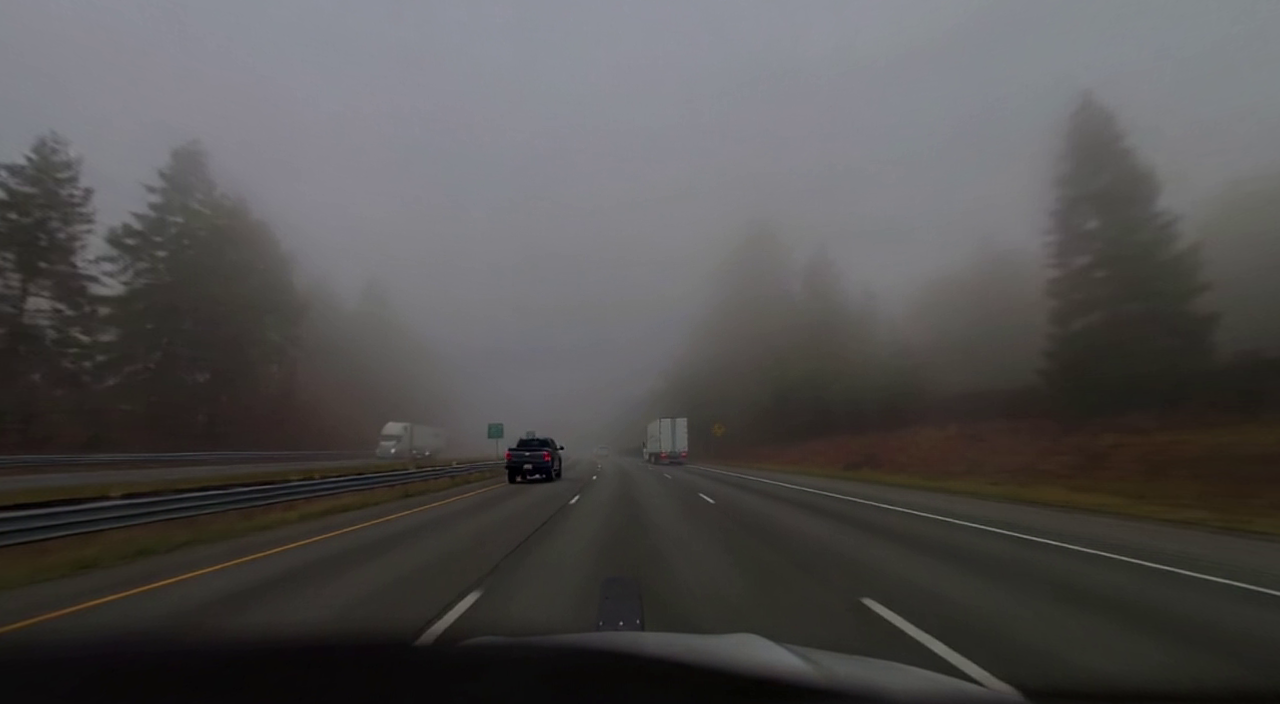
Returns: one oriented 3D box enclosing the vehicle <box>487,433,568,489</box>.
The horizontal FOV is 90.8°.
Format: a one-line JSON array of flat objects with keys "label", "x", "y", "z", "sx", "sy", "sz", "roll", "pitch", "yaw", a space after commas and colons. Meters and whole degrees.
[{"label": "vehicle", "x": -4.206, "y": 4.184, "z": 24.479, "sx": 2.337, "sy": 1.942, "sz": 4.984, "roll": 0, "pitch": -9, "yaw": -2}]
